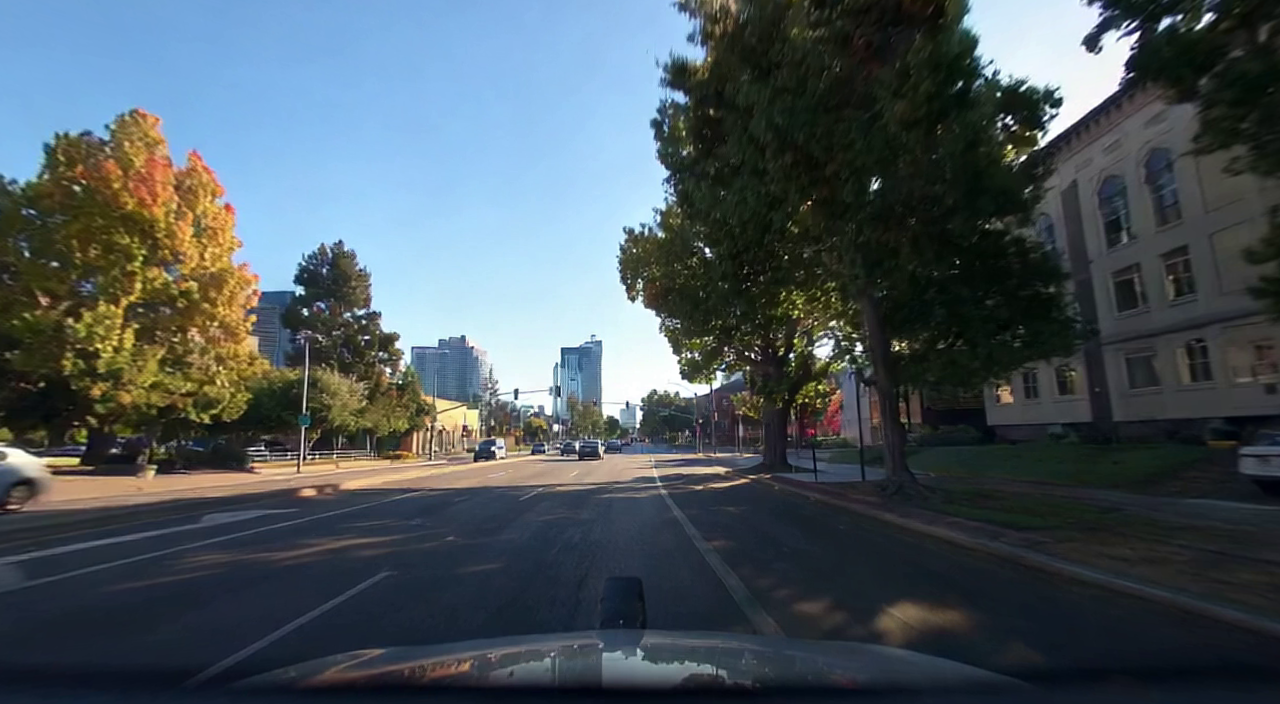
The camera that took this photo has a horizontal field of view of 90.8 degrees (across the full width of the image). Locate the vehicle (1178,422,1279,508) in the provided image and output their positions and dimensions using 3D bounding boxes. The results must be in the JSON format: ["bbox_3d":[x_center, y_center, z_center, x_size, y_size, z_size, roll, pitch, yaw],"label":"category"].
[{"bbox_3d":[12.895,2.054,11.698,3.922,1.449,2.033,0,-9,1],"label":"vehicle"}]
